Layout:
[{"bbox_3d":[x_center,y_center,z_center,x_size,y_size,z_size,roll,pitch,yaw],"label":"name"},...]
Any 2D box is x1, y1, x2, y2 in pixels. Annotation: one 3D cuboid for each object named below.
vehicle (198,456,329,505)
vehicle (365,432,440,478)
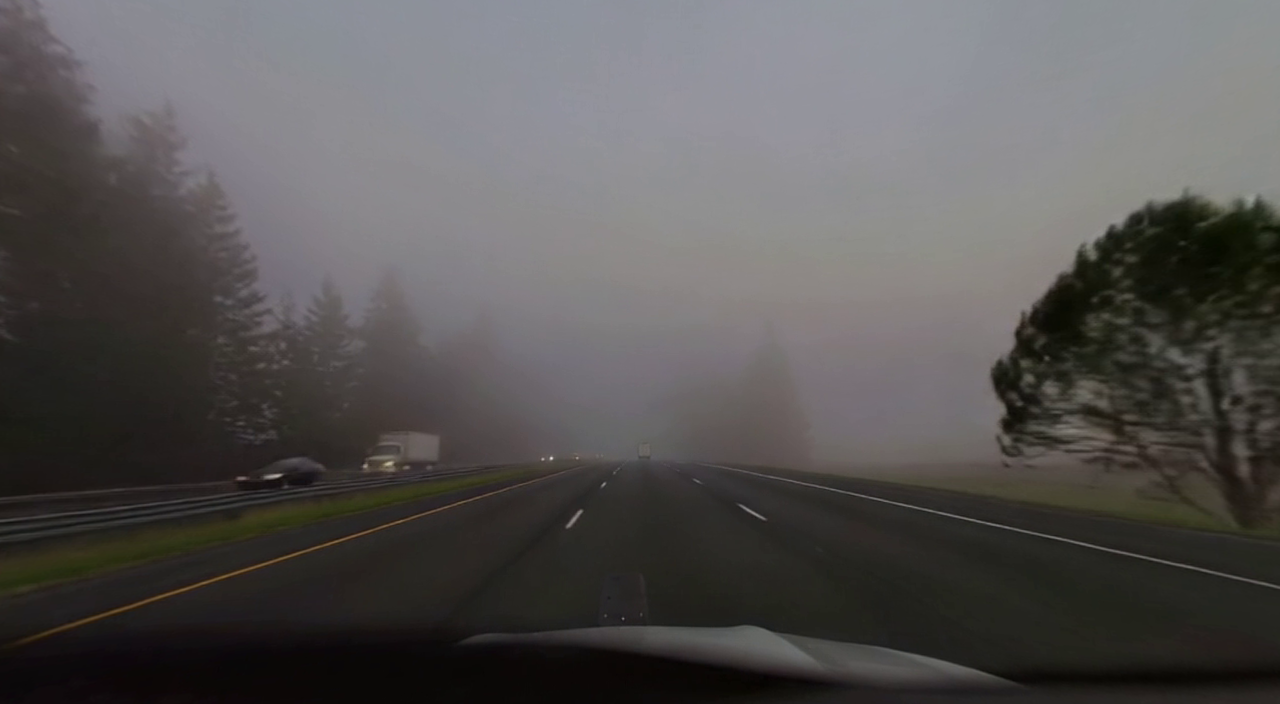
[{"bbox_3d":[-12.977,4.414,22.115,1.820,1.458,4.466,0,-9,1],"label":"vehicle"},{"bbox_3d":[-16.883,7.353,45.433,2.536,3.058,7.355,0,-8,0],"label":"vehicle"}]
